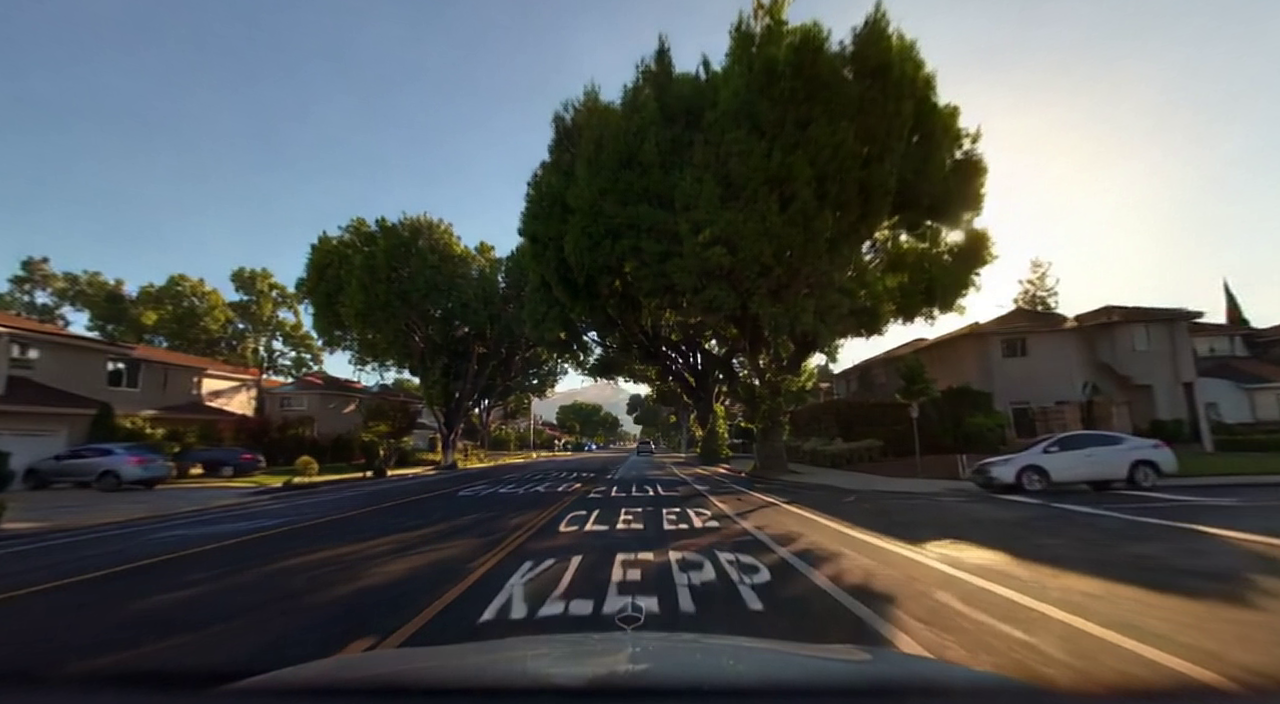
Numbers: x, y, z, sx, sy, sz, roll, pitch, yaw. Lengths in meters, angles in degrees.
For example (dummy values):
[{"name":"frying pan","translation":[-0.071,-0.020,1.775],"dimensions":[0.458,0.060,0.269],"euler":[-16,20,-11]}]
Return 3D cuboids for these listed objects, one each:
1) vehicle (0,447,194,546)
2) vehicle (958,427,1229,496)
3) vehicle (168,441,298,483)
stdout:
[{"name":"vehicle","translation":[-12.595,3.090,14.104],"dimensions":[1.965,1.653,4.488],"euler":[-3,-6,1]},{"name":"vehicle","translation":[10.793,2.658,15.451],"dimensions":[4.818,1.525,2.163],"euler":[-2,-9,9]},{"name":"vehicle","translation":[-19.163,5.171,29.824],"dimensions":[4.630,1.896,2.092],"euler":[0,-9,0]}]
